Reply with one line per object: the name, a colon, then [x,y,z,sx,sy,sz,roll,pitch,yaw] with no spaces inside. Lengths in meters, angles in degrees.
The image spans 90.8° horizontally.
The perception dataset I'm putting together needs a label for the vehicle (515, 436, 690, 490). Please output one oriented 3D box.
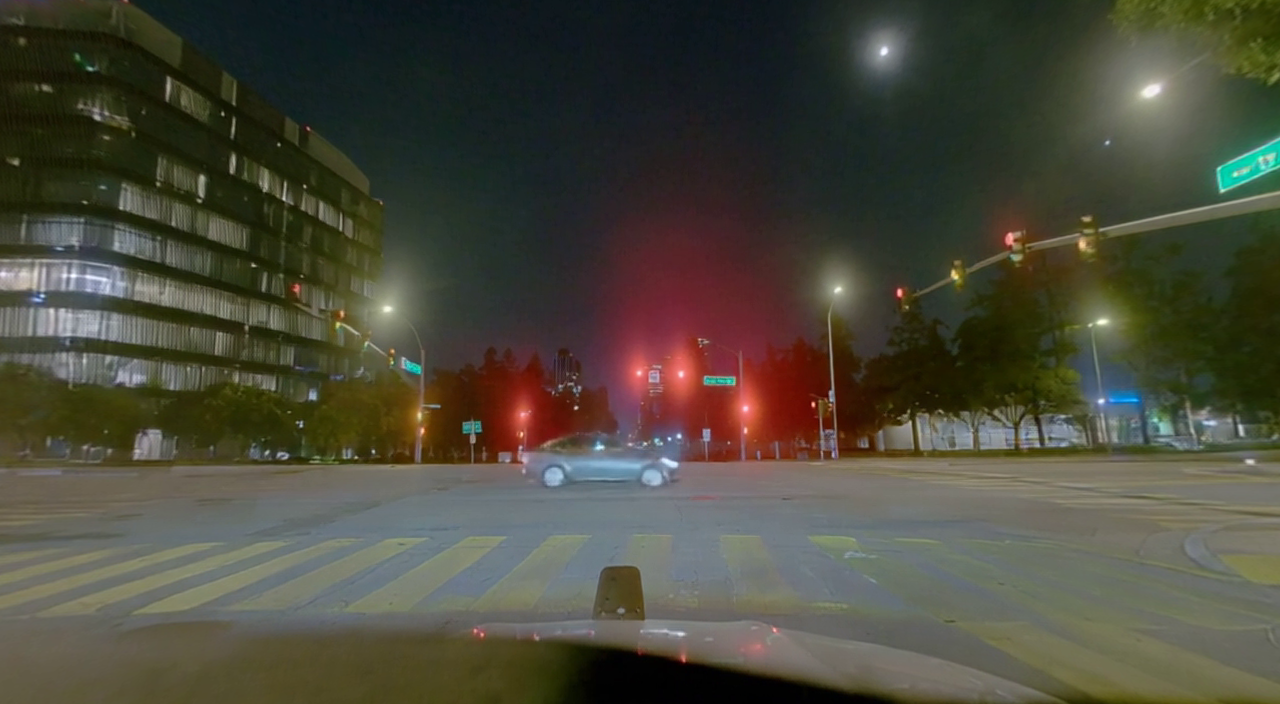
vehicle: [-1.041,3.246,18.596,4.838,1.468,2.052,0,-9,1]
